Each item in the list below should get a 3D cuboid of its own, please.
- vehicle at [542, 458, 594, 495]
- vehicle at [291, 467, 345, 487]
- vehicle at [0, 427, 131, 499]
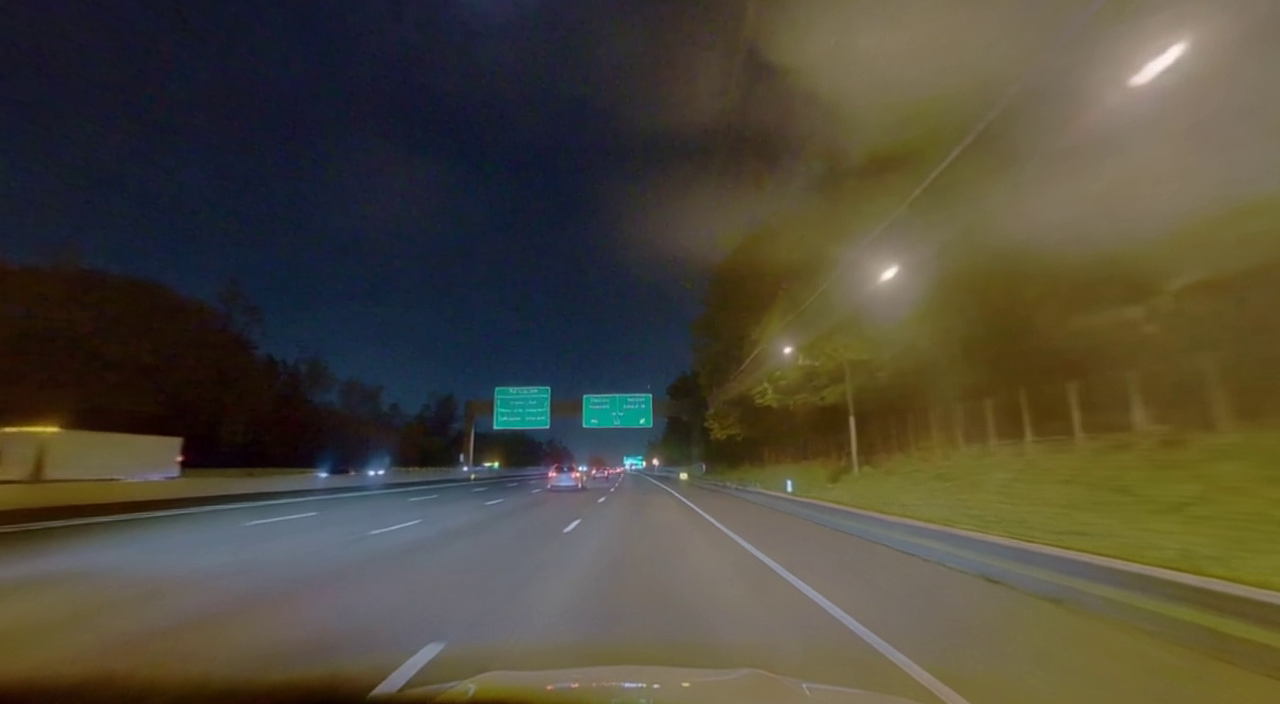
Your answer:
[{"bbox_3d":[-3.383,5.978,30.347,2.092,1.642,3.895,1,-11,0],"label":"vehicle"},{"bbox_3d":[-25.460,9.896,49.993,1.889,1.402,4.508,1,-11,1],"label":"vehicle"},{"bbox_3d":[-29.649,5.400,30.514,2.811,3.126,8.459,1,-11,0],"label":"vehicle"}]
